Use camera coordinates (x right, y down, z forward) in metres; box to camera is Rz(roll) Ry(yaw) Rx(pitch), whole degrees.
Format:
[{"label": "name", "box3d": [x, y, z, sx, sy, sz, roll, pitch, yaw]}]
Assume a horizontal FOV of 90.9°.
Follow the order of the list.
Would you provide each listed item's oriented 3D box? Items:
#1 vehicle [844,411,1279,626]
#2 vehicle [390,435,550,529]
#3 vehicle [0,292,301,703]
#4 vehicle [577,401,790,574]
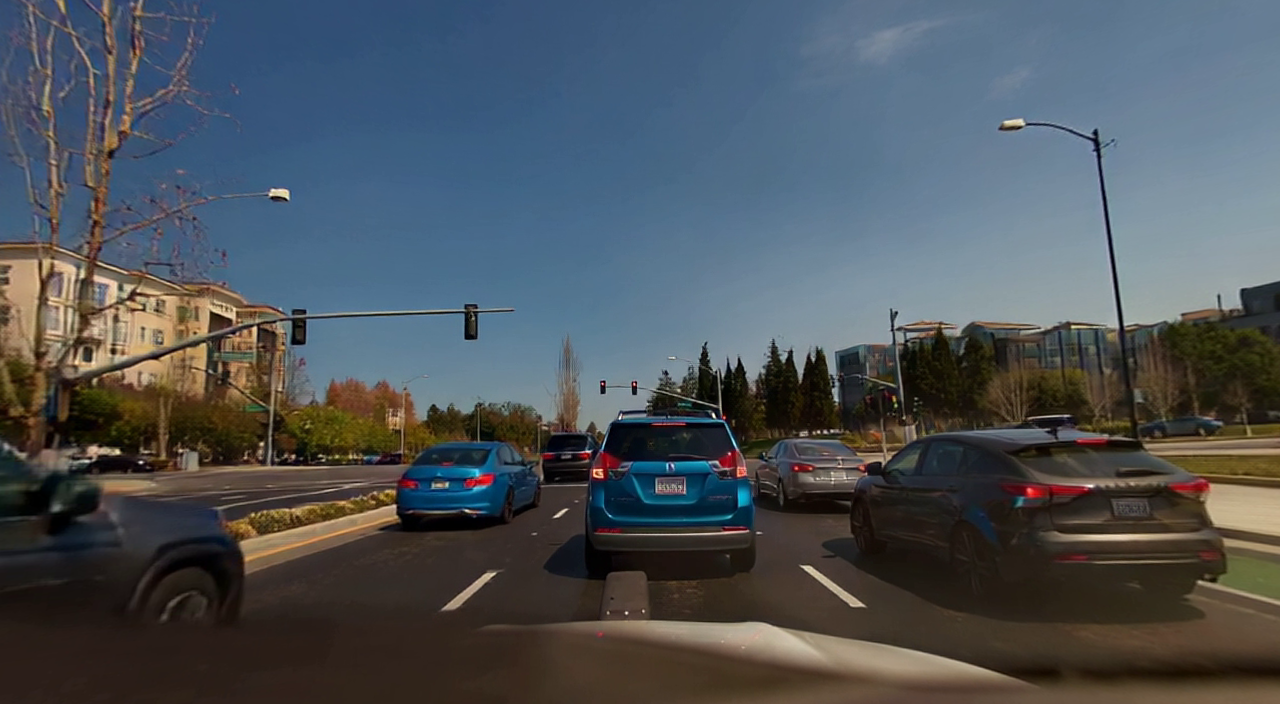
[{"label": "vehicle", "box3d": [3.911, 1.545, 6.803, 1.954, 1.592, 3.992, 0, -8, -2]}, {"label": "vehicle", "box3d": [-3.026, 2.402, 12.273, 1.876, 1.497, 4.308, 0, -8, 1]}, {"label": "vehicle", "box3d": [-3.112, 0.610, 1.305, 2.054, 1.814, 4.941, 0, -8, 0]}, {"label": "vehicle", "box3d": [0.436, 1.717, 8.715, 2.172, 1.764, 4.338, 0, -8, 0]}]
